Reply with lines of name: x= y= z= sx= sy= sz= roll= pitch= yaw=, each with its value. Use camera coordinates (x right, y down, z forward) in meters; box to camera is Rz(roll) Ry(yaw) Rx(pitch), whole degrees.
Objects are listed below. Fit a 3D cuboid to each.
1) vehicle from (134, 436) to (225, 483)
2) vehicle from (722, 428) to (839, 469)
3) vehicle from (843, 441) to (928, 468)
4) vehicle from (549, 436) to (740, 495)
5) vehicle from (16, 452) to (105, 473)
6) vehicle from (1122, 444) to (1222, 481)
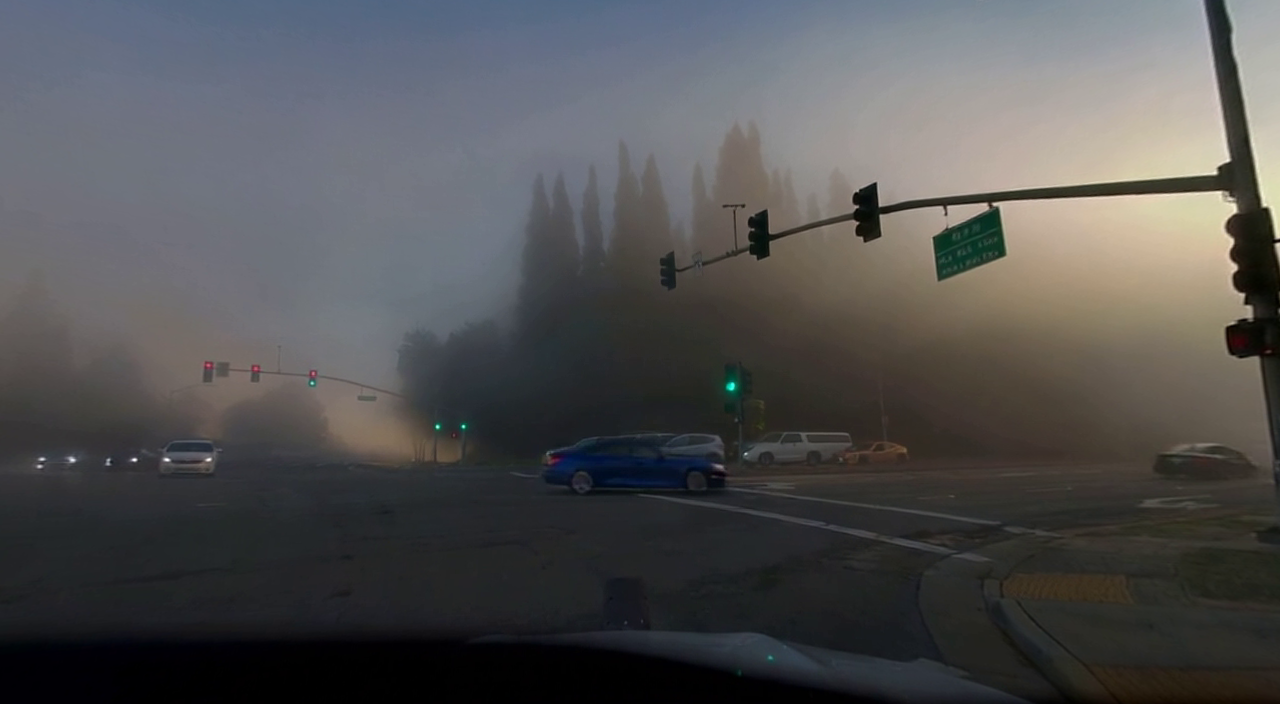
vehicle: x=-20.134 y=4.610 z=27.444 sx=2.450 sy=1.807 sz=5.332 roll=7 pitch=-11 yaw=-42
vehicle: x=7.298 y=5.042 z=32.700 sx=5.791 sy=1.964 sz=2.199 roll=5 pitch=-10 yaw=-26
vehicle: x=13.854 y=5.765 z=35.572 sx=4.457 sy=1.429 sz=1.862 roll=4 pitch=-9 yaw=-26
vehicle: x=0.147 y=2.944 z=16.501 sx=4.686 sy=1.425 sz=2.018 roll=-1 pitch=-8 yaw=3
vehicle: x=-42.117 y=8.019 z=45.834 sx=4.589 sy=1.462 sz=1.953 roll=-1 pitch=-8 yaw=2
vehicle: x=22.035 y=4.514 z=26.058 sx=4.425 sy=1.366 sz=1.865 roll=5 pitch=-10 yaw=-33
